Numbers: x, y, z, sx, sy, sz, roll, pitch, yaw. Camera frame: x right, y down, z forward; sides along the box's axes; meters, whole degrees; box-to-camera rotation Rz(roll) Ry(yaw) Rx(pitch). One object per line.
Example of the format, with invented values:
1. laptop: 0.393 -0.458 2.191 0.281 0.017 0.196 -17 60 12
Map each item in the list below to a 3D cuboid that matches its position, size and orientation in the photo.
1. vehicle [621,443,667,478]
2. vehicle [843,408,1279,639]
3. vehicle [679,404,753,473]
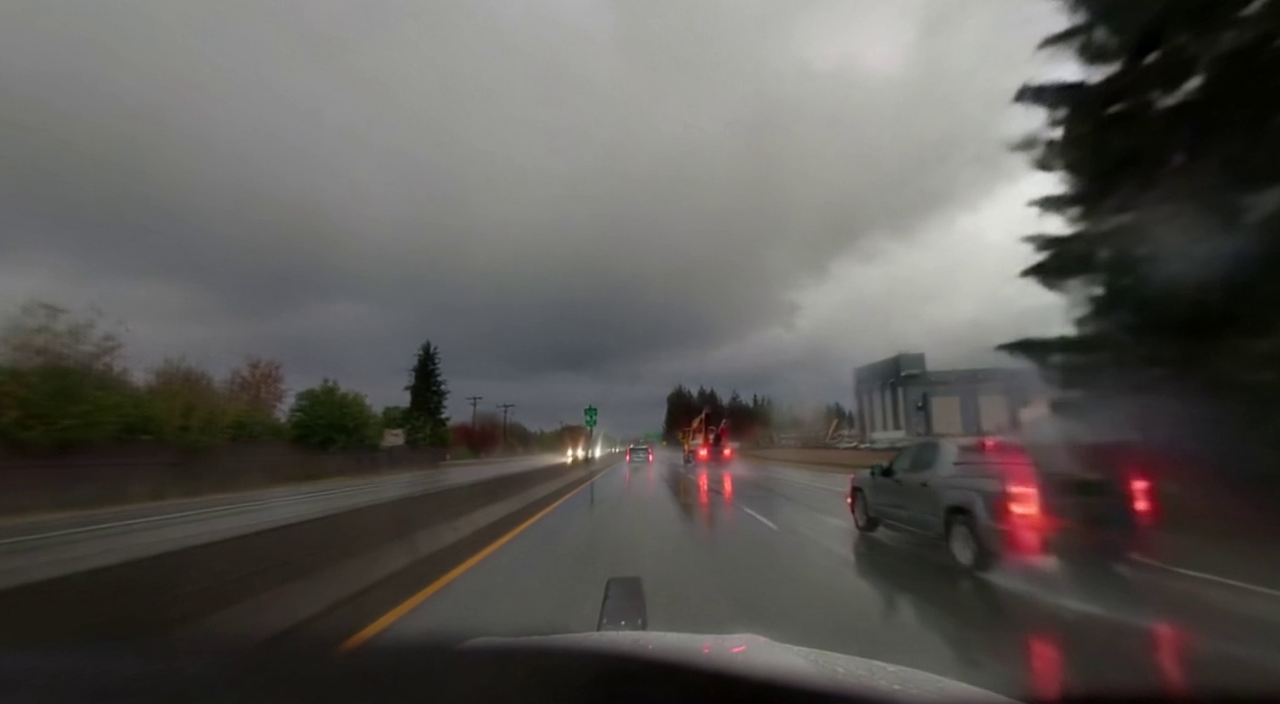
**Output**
1. vehicle: 0.153 5.138 30.040 2.045 1.527 4.023 0 -9 -1
2. vehicle: 3.771 1.452 6.234 2.168 1.529 3.883 0 -9 0
3. vehicle: 4.159 5.107 36.703 3.089 3.568 8.101 0 -9 -1
